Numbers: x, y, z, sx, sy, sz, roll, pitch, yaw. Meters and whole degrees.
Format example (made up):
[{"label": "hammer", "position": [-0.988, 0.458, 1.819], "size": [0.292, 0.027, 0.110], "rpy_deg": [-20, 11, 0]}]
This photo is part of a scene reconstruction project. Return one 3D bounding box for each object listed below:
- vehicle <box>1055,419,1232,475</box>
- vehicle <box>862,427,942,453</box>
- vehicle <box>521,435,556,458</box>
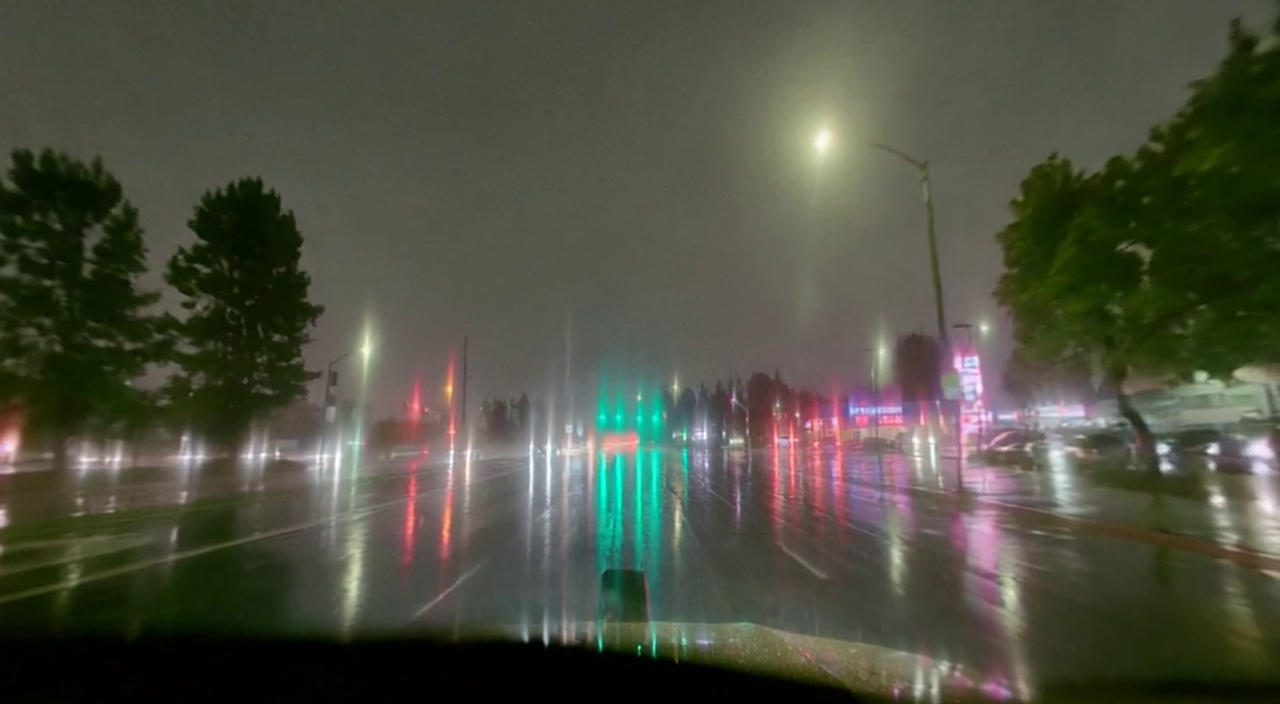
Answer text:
[{"label": "vehicle", "position": [17.085, 3.231, 21.553], "size": [4.362, 1.455, 1.816], "rpy_deg": [-5, -7, 1]}, {"label": "vehicle", "position": [17.526, 5.898, 42.332], "size": [4.498, 1.671, 1.887], "rpy_deg": [-1, -8, 3]}, {"label": "vehicle", "position": [-7.790, 7.305, 48.870], "size": [2.231, 1.650, 5.052], "rpy_deg": [0, -8, -4]}]
